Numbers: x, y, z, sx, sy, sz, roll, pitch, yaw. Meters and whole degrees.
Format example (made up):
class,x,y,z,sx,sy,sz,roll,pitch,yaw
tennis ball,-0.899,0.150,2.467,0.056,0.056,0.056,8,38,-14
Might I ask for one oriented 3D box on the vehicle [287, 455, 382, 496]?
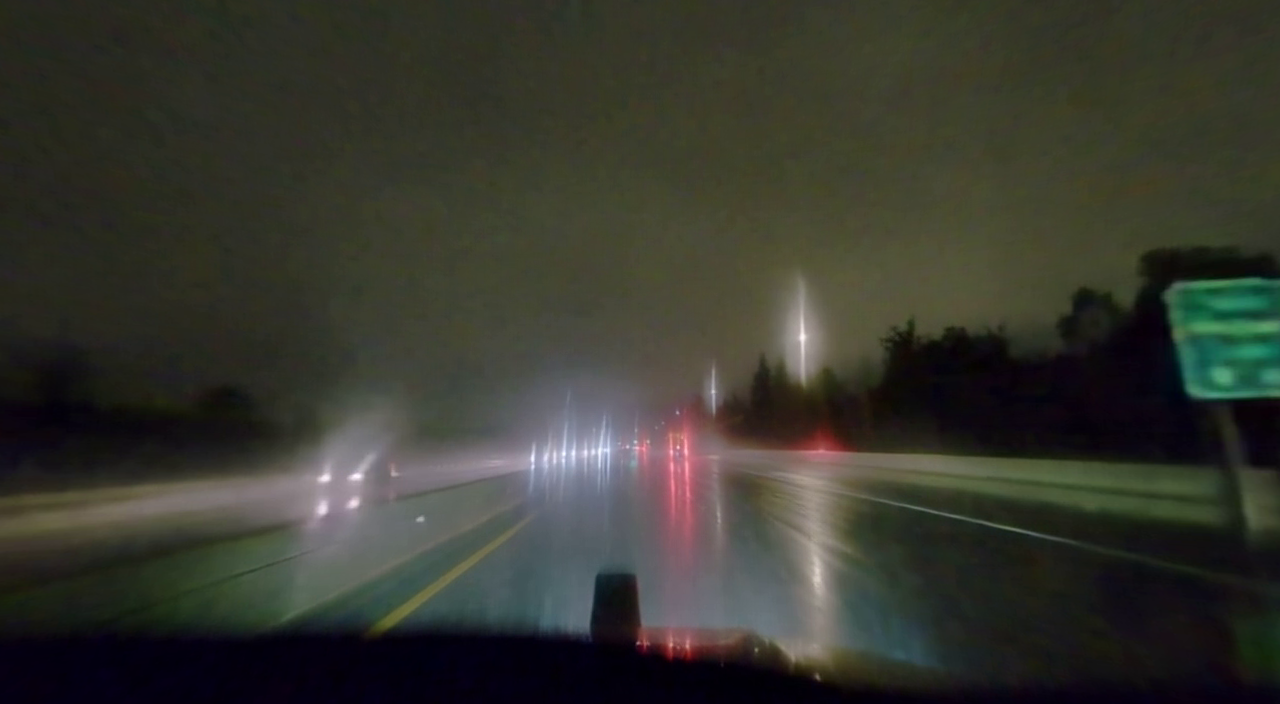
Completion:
class,x,y,z,sx,sy,sz,roll,pitch,yaw
vehicle,-13.343,5.382,27.693,1.919,1.555,4.368,-1,-9,1

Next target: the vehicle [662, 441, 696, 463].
class,x,y,z,sx,sy,sz,roll,pitch,yaw
vehicle,3.103,7.826,49.021,1.972,1.614,4.025,-2,-8,13
